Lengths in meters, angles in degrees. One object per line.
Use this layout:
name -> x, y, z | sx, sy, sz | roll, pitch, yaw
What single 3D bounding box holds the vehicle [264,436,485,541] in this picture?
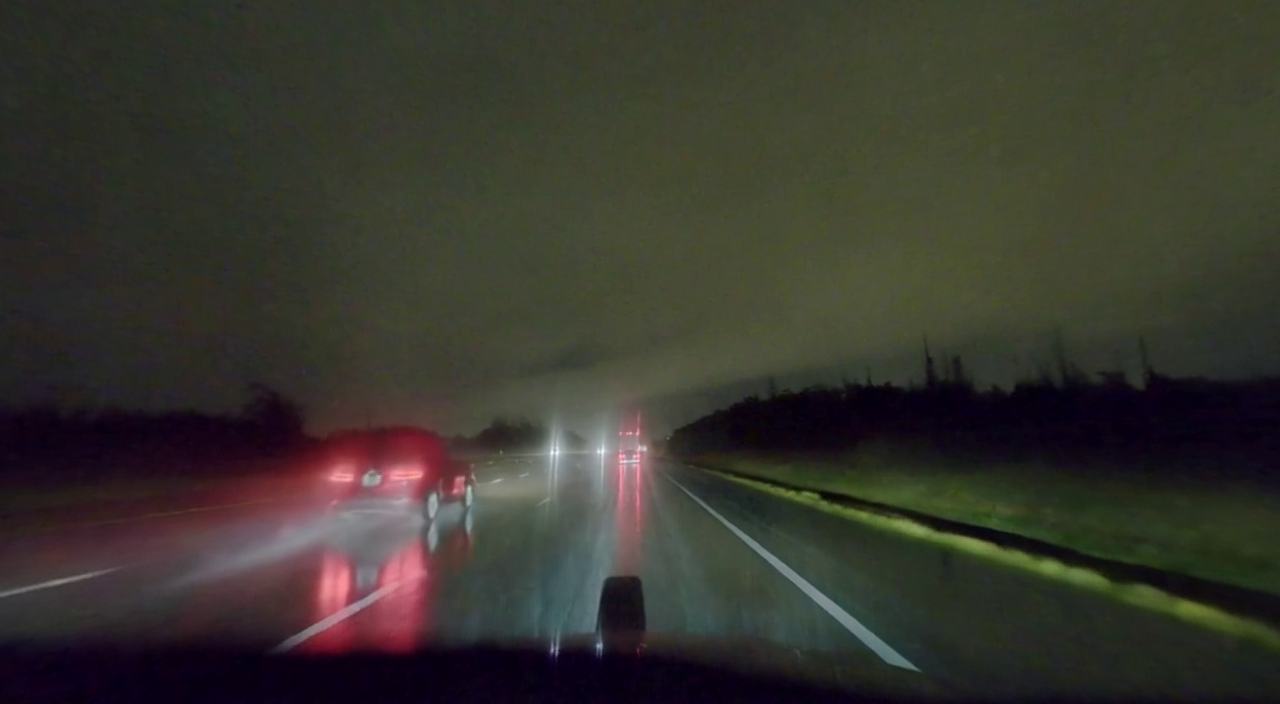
vehicle -> -4.674, 2.469, 12.181 | 2.108, 1.573, 5.000 | 0, -9, 0
